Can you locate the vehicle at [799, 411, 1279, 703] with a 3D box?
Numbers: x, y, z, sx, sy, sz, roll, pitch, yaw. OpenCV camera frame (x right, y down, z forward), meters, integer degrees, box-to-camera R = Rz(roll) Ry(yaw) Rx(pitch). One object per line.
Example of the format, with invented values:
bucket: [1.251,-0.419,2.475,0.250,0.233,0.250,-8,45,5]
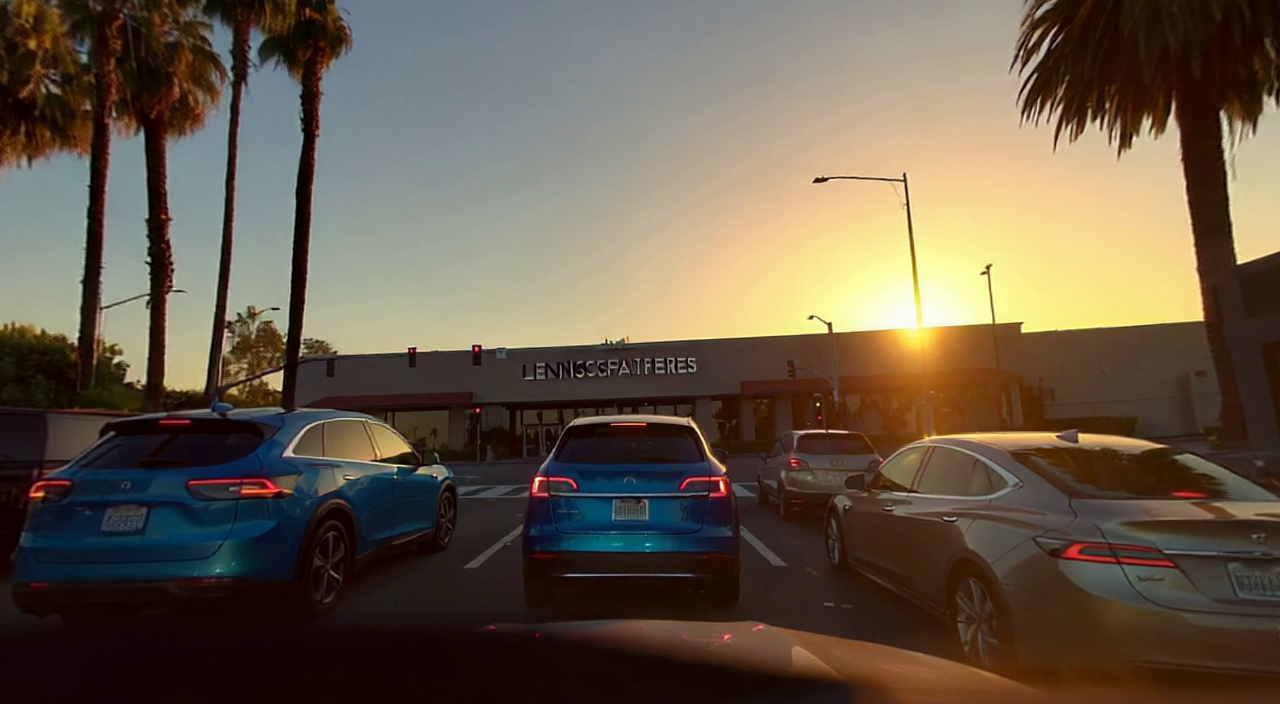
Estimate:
vehicle: [2.965,1.367,5.248,2.017,1.491,4.611,0,-8,-1]

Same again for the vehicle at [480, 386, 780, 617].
vehicle: [-0.134,1.460,7.062,2.280,1.747,4.361,0,-8,-2]

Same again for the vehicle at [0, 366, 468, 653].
vehicle: [-3.341,1.279,6.126,2.014,1.755,4.360,0,-8,1]
